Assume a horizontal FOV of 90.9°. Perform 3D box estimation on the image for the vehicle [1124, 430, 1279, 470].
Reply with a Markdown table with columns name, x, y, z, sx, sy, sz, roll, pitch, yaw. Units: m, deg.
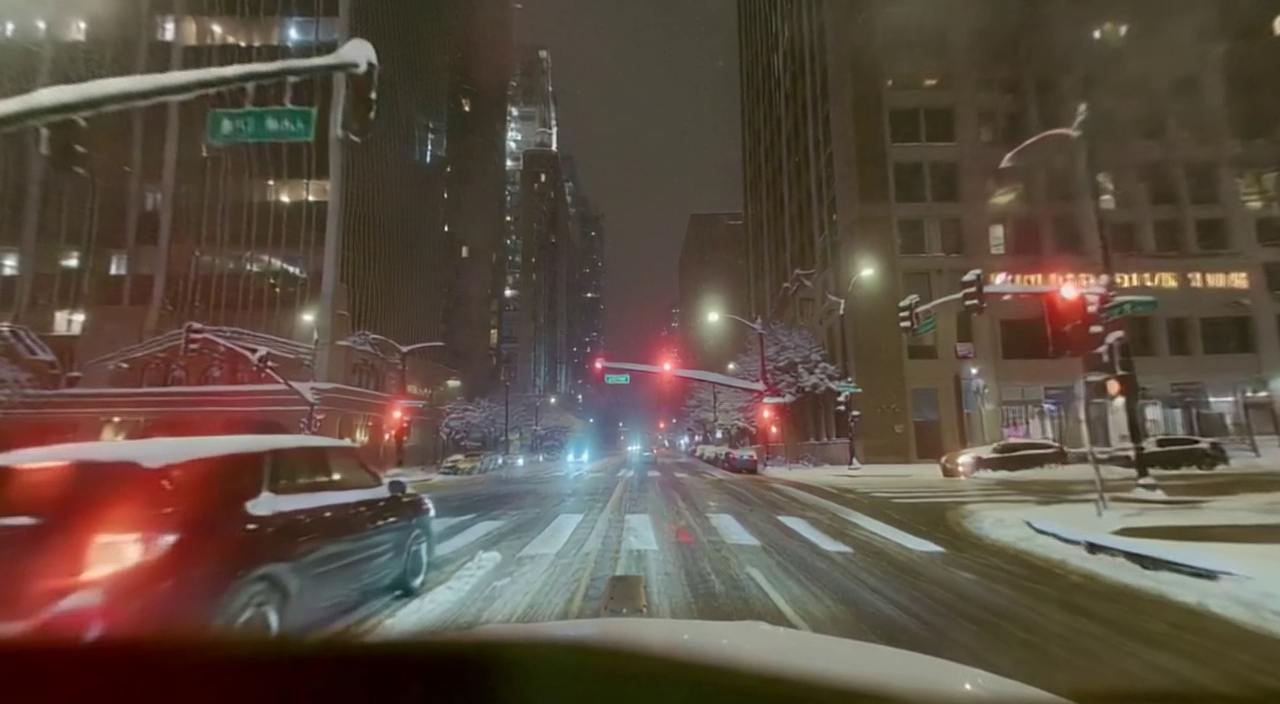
| name | x | y | z | sx | sy | sz | roll | pitch | yaw |
| --- | --- | --- | --- | --- | --- | --- | --- | --- | --- |
| vehicle | 22.116 | 3.851 | 24.789 | 4.475 | 1.482 | 2.026 | 0 | -8 | -1 |

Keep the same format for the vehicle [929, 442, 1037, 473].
| name | x | y | z | sx | sy | sz | roll | pitch | yaw |
| --- | --- | --- | --- | --- | --- | --- | --- | --- | --- |
| vehicle | 17.145 | 5.276 | 31.673 | 4.293 | 1.495 | 1.935 | 0 | -9 | -1 |

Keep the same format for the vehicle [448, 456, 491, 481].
| name | x | y | z | sx | sy | sz | roll | pitch | yaw |
| --- | --- | --- | --- | --- | --- | --- | --- | --- | --- |
| vehicle | -12.610 | 8.614 | 46.858 | 2.118 | 1.644 | 4.188 | 0 | -8 | -1 |

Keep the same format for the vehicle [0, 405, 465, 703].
| name | x | y | z | sx | sy | sz | roll | pitch | yaw |
| --- | --- | --- | --- | --- | --- | --- | --- | --- | --- |
| vehicle | -2.963 | 1.271 | 4.438 | 2.014 | 1.480 | 4.780 | 0 | -8 | 1 |

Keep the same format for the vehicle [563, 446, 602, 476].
| name | x | y | z | sx | sy | sz | roll | pitch | yaw |
| --- | --- | --- | --- | --- | --- | --- | --- | --- | --- |
| vehicle | -3.812 | 7.314 | 42.612 | 2.176 | 1.804 | 4.740 | -3 | -9 | 0 |

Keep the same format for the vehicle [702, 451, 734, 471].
| name | x | y | z | sx | sy | sz | roll | pitch | yaw |
| --- | --- | --- | --- | --- | --- | --- | --- | --- | --- |
| vehicle | 5.999 | 8.433 | 49.007 | 1.882 | 1.479 | 4.652 | 0 | -8 | 0 |

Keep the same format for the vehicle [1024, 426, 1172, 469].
| name | x | y | z | sx | sy | sz | roll | pitch | yaw |
| --- | --- | --- | --- | --- | --- | --- | --- | --- | --- |
| vehicle | 20.134 | 4.225 | 27.890 | 4.827 | 1.817 | 2.190 | 0 | -8 | 0 |

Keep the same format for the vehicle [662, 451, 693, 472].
| name | x | y | z | sx | sy | sz | roll | pitch | yaw |
| --- | --- | --- | --- | --- | --- | --- | --- | --- | --- |
| vehicle | 2.738 | 8.014 | 46.356 | 1.919 | 1.371 | 3.583 | -1 | -9 | -2 |
